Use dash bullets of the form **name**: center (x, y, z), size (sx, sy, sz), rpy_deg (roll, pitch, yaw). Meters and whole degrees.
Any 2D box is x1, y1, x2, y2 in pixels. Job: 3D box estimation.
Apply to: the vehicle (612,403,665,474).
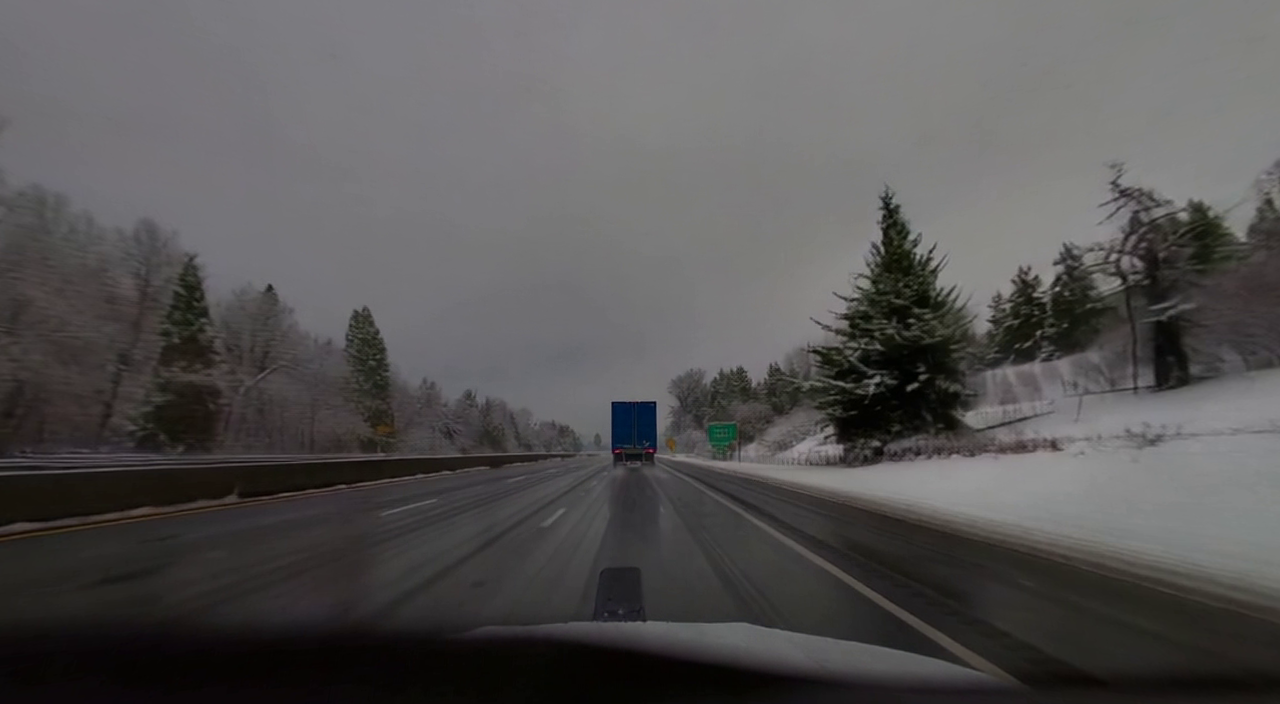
- **vehicle**: center (-0.134, 5.731, 41.014), size (2.982, 3.947, 11.075), rpy_deg (0, -9, -1)
